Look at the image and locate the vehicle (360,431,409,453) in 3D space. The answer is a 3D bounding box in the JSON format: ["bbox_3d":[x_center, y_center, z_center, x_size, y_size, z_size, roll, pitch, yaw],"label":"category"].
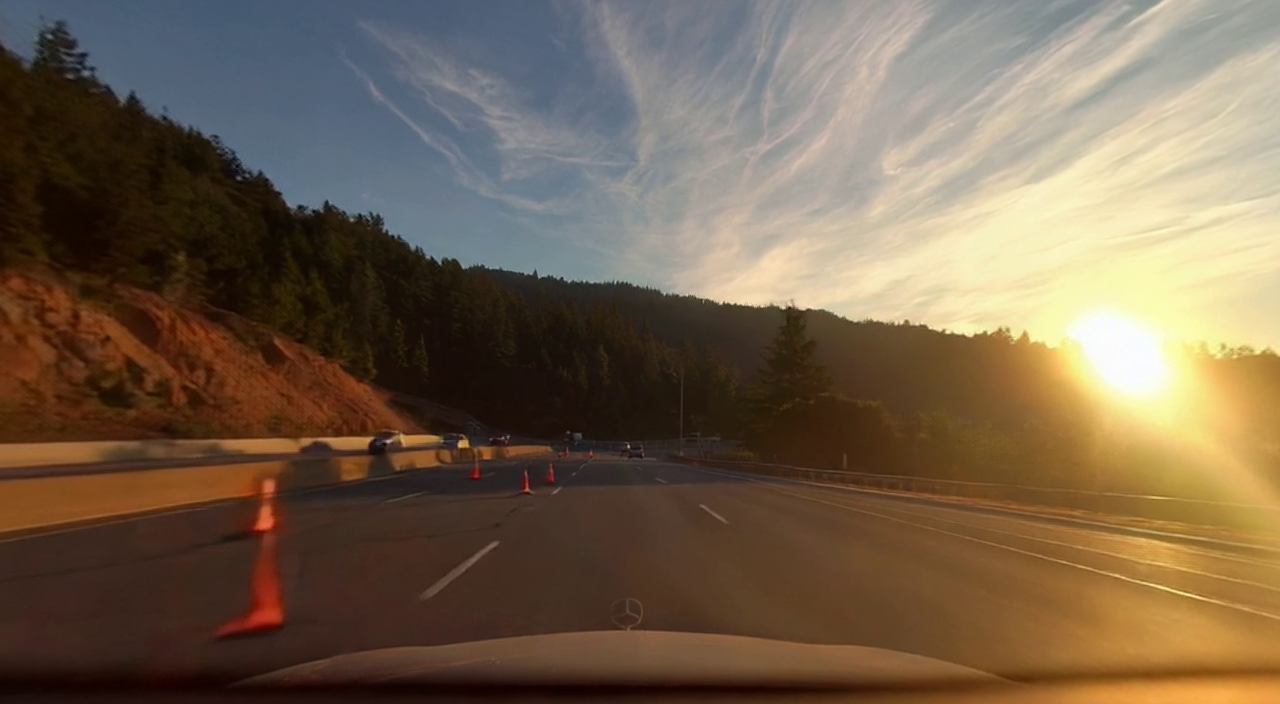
[{"bbox_3d":[-20.069,7.102,49.748,1.971,1.640,4.581,0,-9,-1],"label":"vehicle"}]
